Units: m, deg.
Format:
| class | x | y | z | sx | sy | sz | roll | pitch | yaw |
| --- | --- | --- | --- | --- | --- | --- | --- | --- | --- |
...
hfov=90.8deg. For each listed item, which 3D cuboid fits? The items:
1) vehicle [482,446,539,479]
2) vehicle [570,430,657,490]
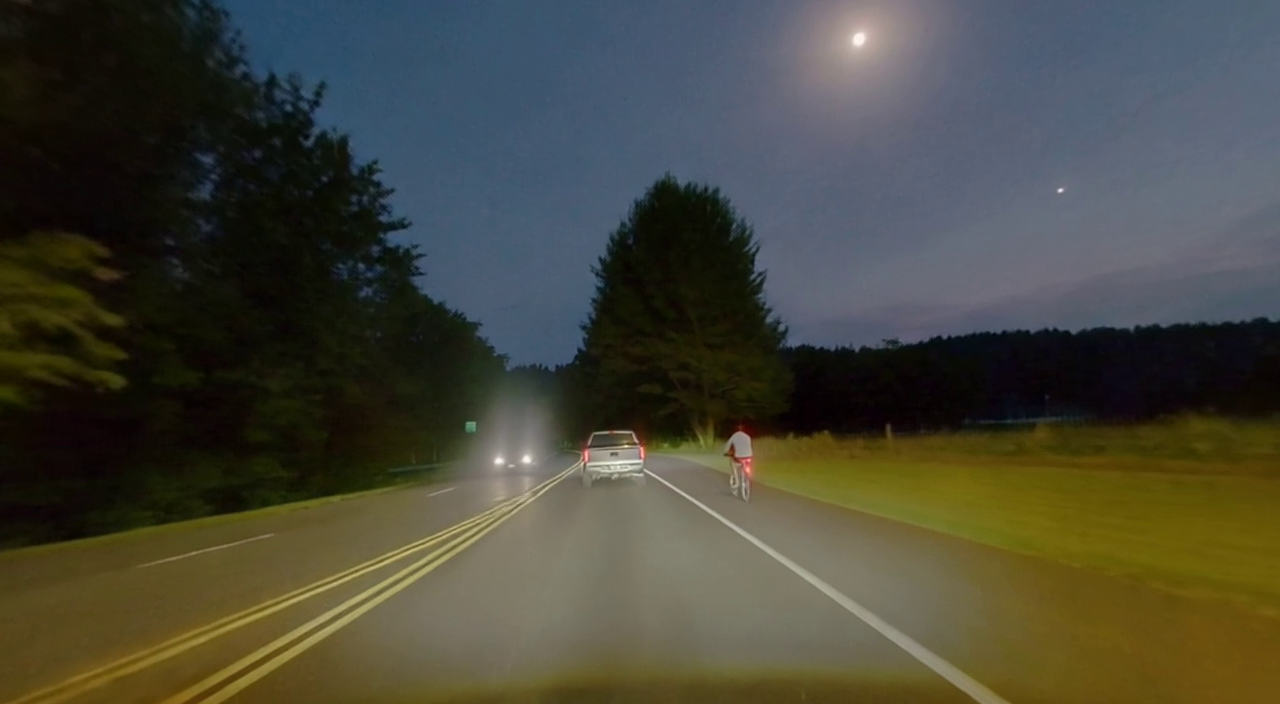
| class | x | y | z | sx | sy | sz | roll | pitch | yaw |
| --- | --- | --- | --- | --- | --- | --- | --- | --- | --- |
| vehicle | -6.514 | 5.590 | 32.281 | 2.118 | 1.513 | 4.602 | 0 | -8 | -3 |
| vehicle | -0.911 | 3.700 | 22.041 | 2.631 | 1.798 | 5.331 | 0 | -8 | -2 |
